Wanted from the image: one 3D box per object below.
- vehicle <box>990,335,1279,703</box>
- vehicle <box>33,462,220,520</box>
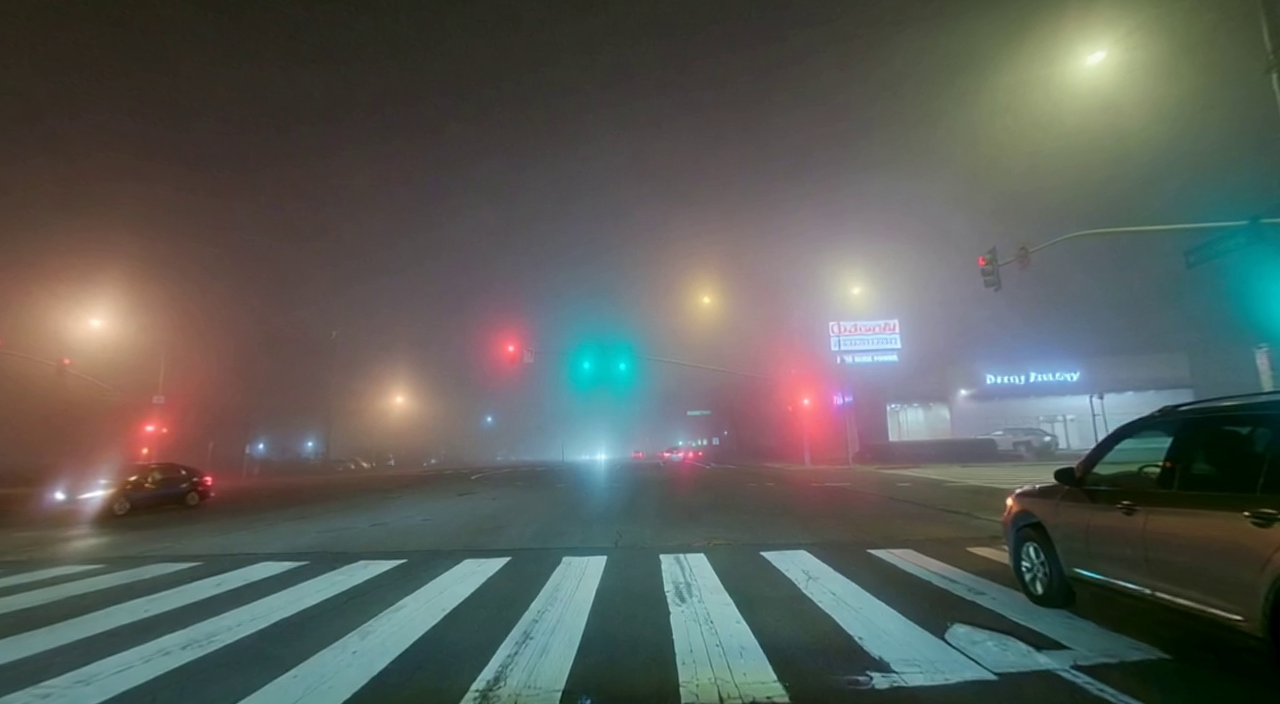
[{"bbox_3d":[3.386,0.725,1.920,1.973,1.697,4.377,0,-8,-2],"label":"vehicle"},{"bbox_3d":[-15.501,4.170,19.478,1.903,1.431,4.545,0,-8,1],"label":"vehicle"}]
